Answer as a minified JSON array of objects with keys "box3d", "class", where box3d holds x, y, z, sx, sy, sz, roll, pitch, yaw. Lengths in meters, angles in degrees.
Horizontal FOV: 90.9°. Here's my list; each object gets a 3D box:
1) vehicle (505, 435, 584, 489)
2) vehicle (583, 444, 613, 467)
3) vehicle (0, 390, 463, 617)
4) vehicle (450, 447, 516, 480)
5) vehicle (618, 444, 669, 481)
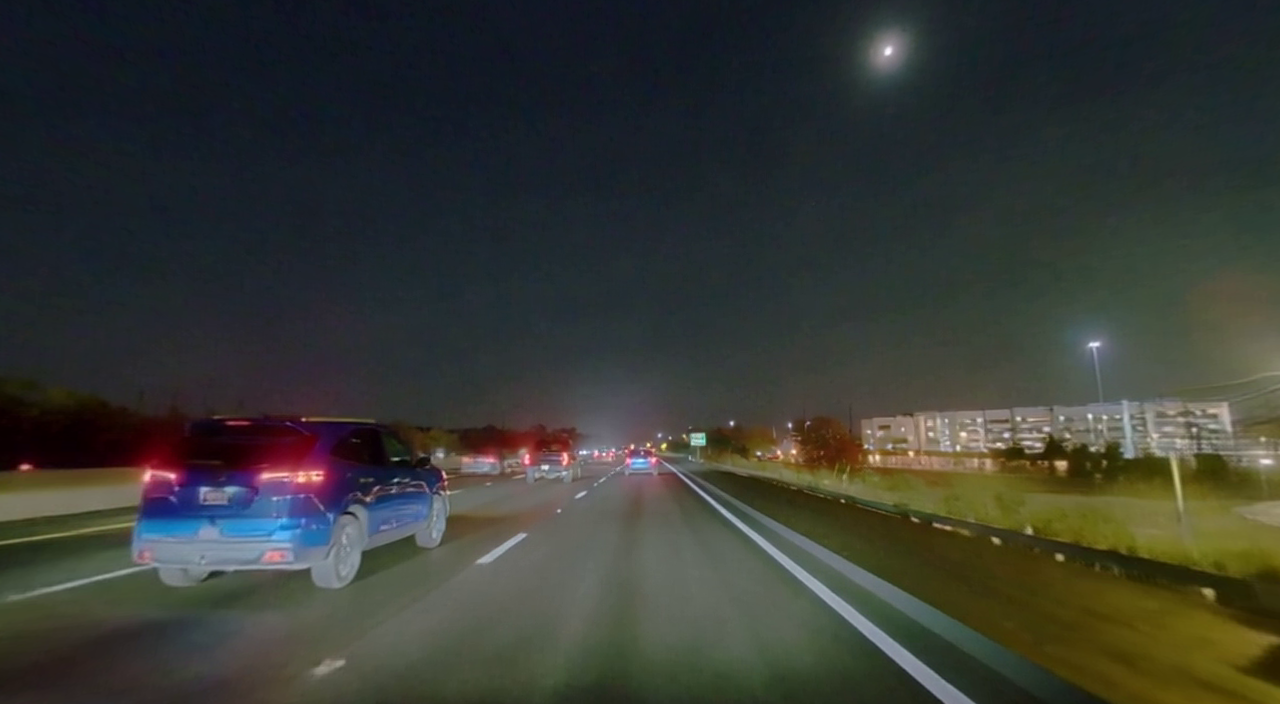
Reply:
[{"box3d":[-3.435,4.082,23.703,2.133,1.789,4.518,-1,-8,2],"class":"vehicle"},{"box3d":[-3.252,8.119,49.586,1.993,1.717,4.321,-1,-8,2],"class":"vehicle"},{"box3d":[-4.130,1.640,7.938,2.198,1.848,5.346,0,-8,0],"class":"vehicle"},{"box3d":[-7.537,5.369,30.700,1.974,1.454,4.478,-1,-8,1],"class":"vehicle"},{"box3d":[0.130,4.817,27.757,2.047,1.473,3.978,0,-8,0],"class":"vehicle"}]
